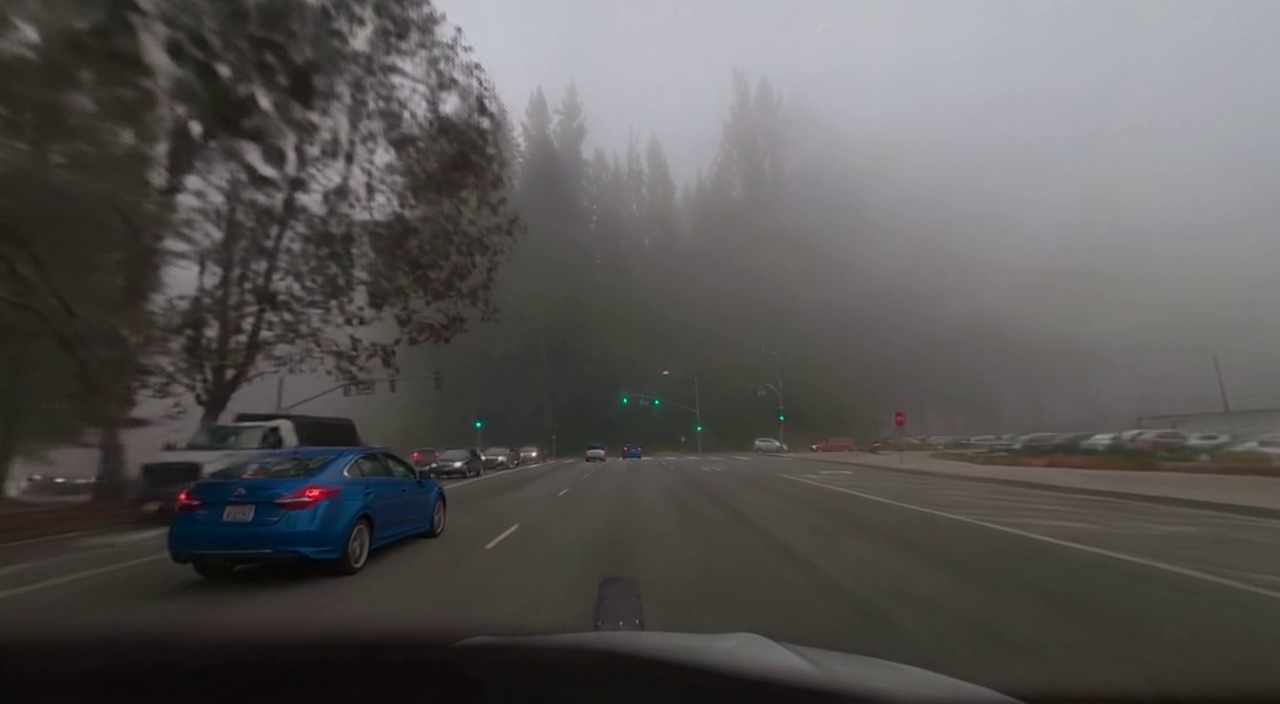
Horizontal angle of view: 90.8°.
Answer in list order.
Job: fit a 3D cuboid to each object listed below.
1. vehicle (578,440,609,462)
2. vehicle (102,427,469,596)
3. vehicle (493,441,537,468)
[{"bbox_3d":[-3.581,7.714,49.238,2.103,1.592,4.160,0,-9,0],"label":"vehicle"},{"bbox_3d":[-3.624,1.691,7.638,1.905,1.418,4.396,0,-9,0],"label":"vehicle"},{"bbox_3d":[-7.851,6.466,39.986,1.964,1.627,4.147,0,-9,0],"label":"vehicle"}]
